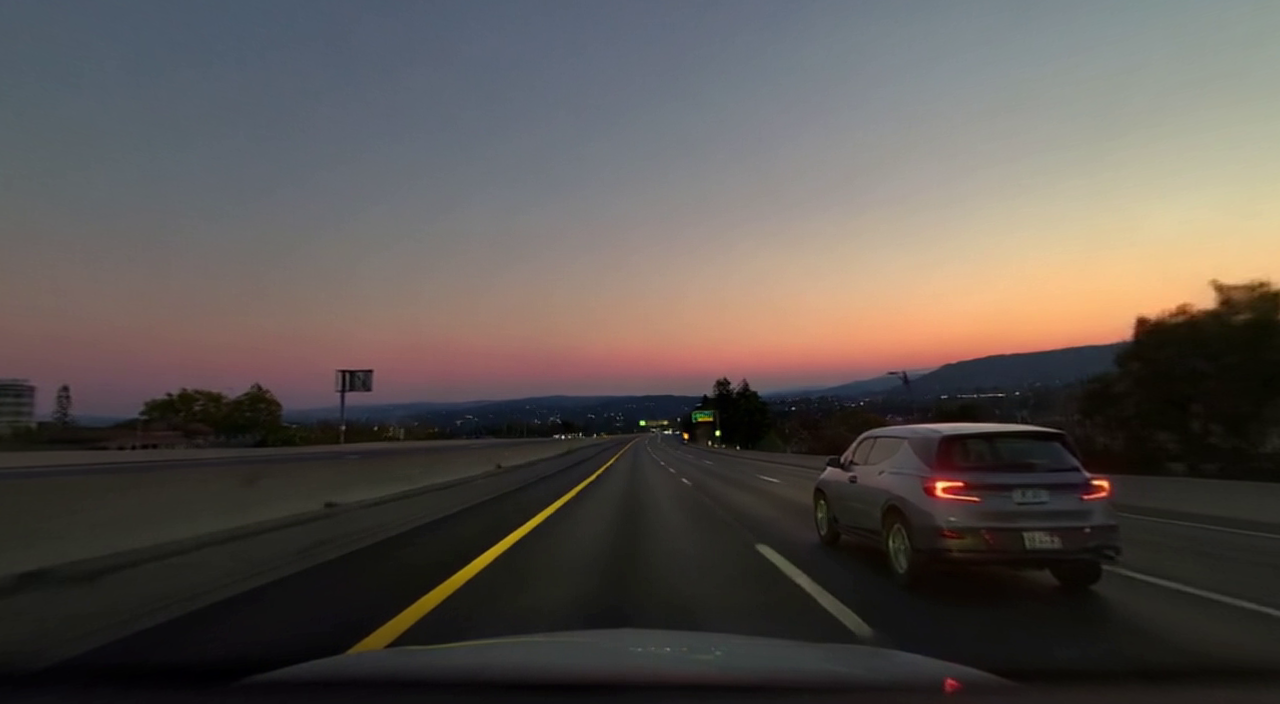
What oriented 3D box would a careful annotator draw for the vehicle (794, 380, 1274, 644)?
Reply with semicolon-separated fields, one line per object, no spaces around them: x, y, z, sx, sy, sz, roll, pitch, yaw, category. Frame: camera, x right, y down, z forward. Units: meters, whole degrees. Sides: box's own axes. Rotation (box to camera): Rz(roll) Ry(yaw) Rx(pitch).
3.097;1.359;6.299;2.059;1.715;4.192;0;-8;0;vehicle
